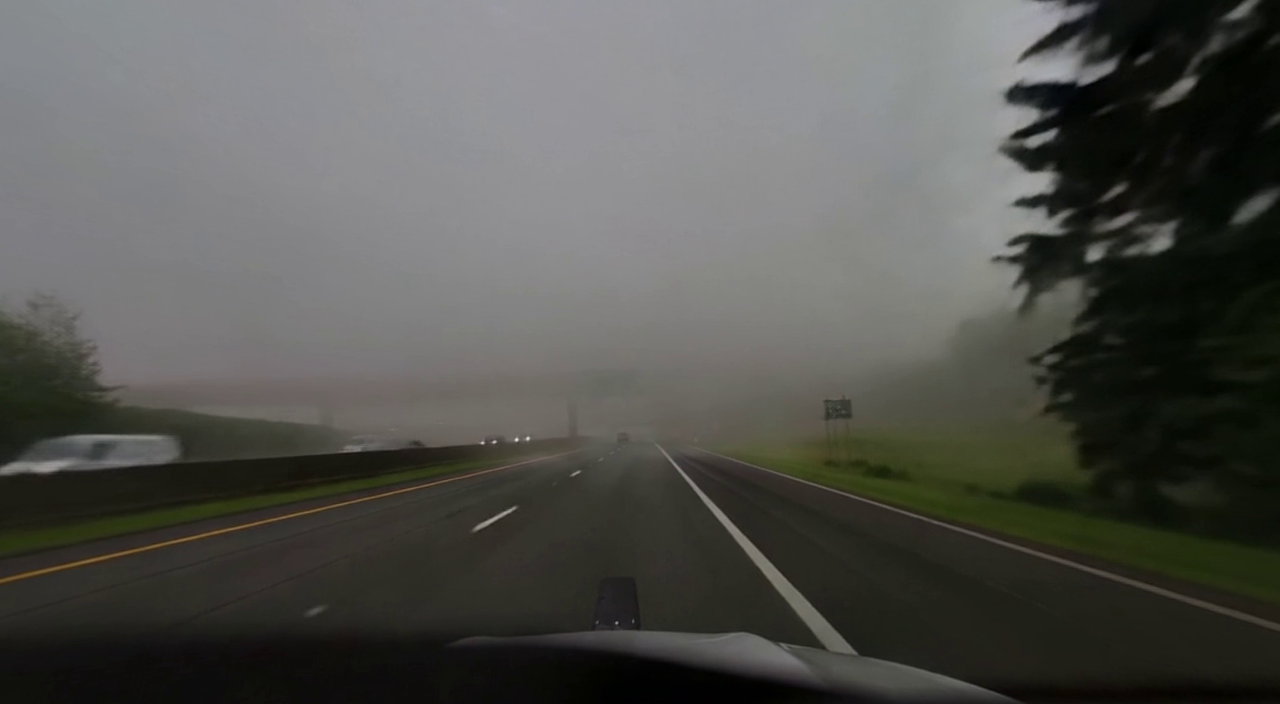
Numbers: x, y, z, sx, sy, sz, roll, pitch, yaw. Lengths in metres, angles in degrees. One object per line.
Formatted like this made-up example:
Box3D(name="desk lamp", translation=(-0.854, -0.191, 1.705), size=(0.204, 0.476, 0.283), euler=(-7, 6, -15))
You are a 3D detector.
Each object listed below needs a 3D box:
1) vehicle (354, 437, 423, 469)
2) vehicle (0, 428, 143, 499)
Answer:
Box3D(name="vehicle", translation=(-11.804, 4.740, 29.810), size=(1.866, 1.380, 3.399), euler=(0, -8, 0))
Box3D(name="vehicle", translation=(-15.259, 2.675, 15.496), size=(2.223, 1.560, 4.808), euler=(0, -8, -1))
